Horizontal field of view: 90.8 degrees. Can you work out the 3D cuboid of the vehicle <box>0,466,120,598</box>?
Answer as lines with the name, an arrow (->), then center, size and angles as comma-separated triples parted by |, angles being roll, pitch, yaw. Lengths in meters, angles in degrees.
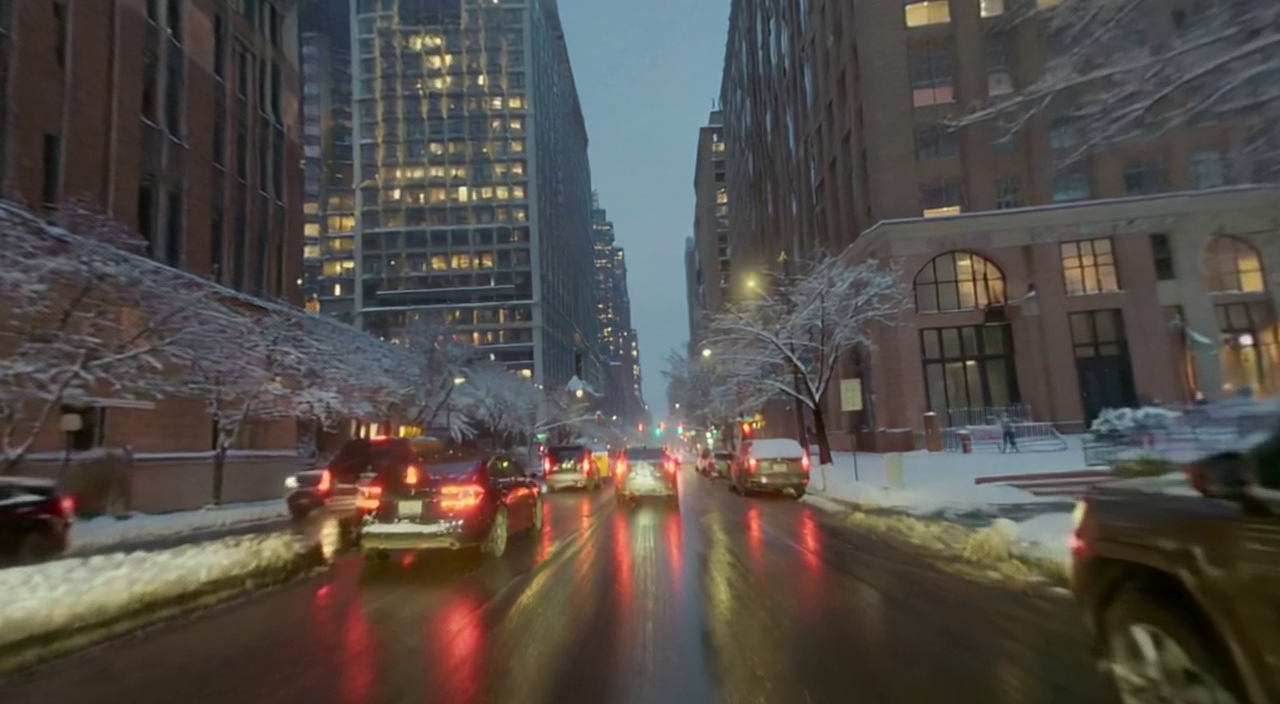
vehicle -> -8.729, 2.109, 6.973 | 1.920, 1.492, 4.624 | 1, -8, 2

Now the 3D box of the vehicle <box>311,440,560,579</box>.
vehicle -> -2.501, 2.031, 9.068 | 1.940, 1.481, 4.376 | -1, -8, 3

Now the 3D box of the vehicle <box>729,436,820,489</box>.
vehicle -> 4.101, 3.408, 19.965 | 2.065, 1.461, 4.181 | 0, -8, 1

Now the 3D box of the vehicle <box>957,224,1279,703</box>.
vehicle -> 2.994, 0.516, 1.114 | 2.352, 1.953, 4.798 | 0, -8, 0

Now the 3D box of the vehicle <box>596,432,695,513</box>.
vehicle -> 0.207, 2.820, 15.259 | 2.076, 1.667, 3.948 | 0, -8, 2
